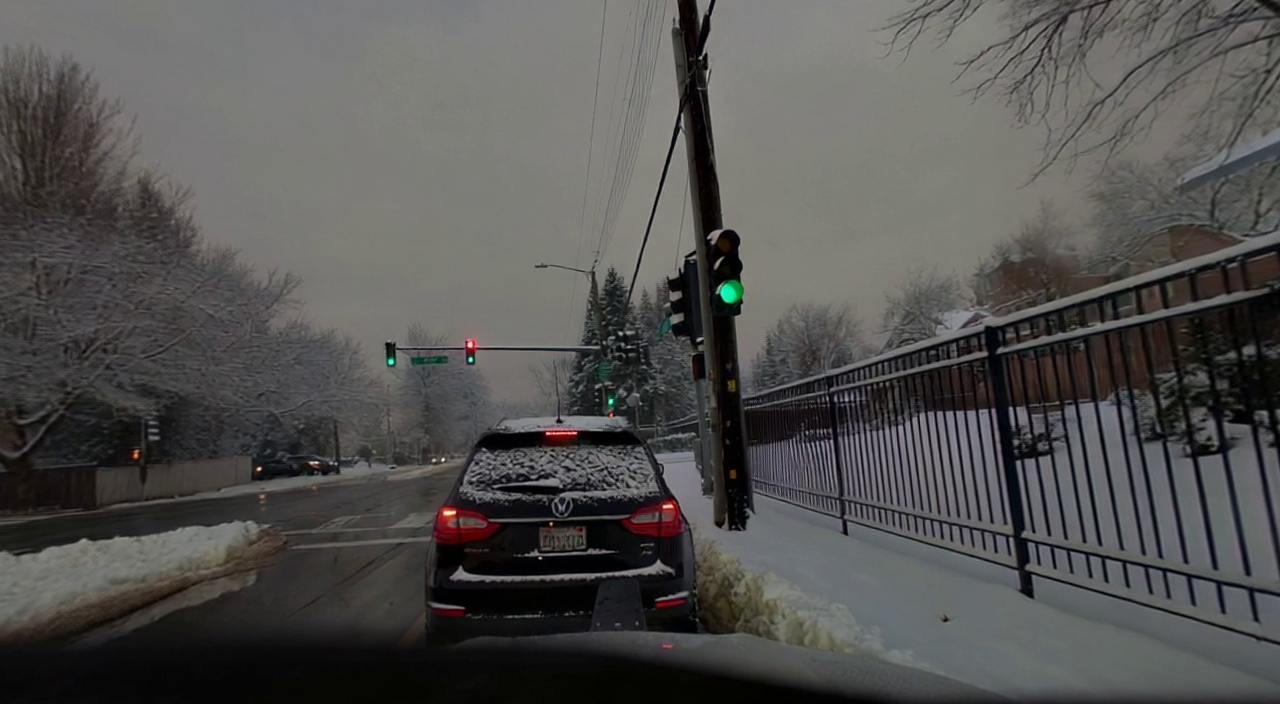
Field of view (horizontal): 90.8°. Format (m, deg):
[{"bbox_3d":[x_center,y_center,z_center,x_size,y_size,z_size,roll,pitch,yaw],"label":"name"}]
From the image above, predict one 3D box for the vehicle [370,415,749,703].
[{"bbox_3d":[-0.678,1.377,5.315,2.024,1.502,3.702,1,-9,-9],"label":"vehicle"}]
